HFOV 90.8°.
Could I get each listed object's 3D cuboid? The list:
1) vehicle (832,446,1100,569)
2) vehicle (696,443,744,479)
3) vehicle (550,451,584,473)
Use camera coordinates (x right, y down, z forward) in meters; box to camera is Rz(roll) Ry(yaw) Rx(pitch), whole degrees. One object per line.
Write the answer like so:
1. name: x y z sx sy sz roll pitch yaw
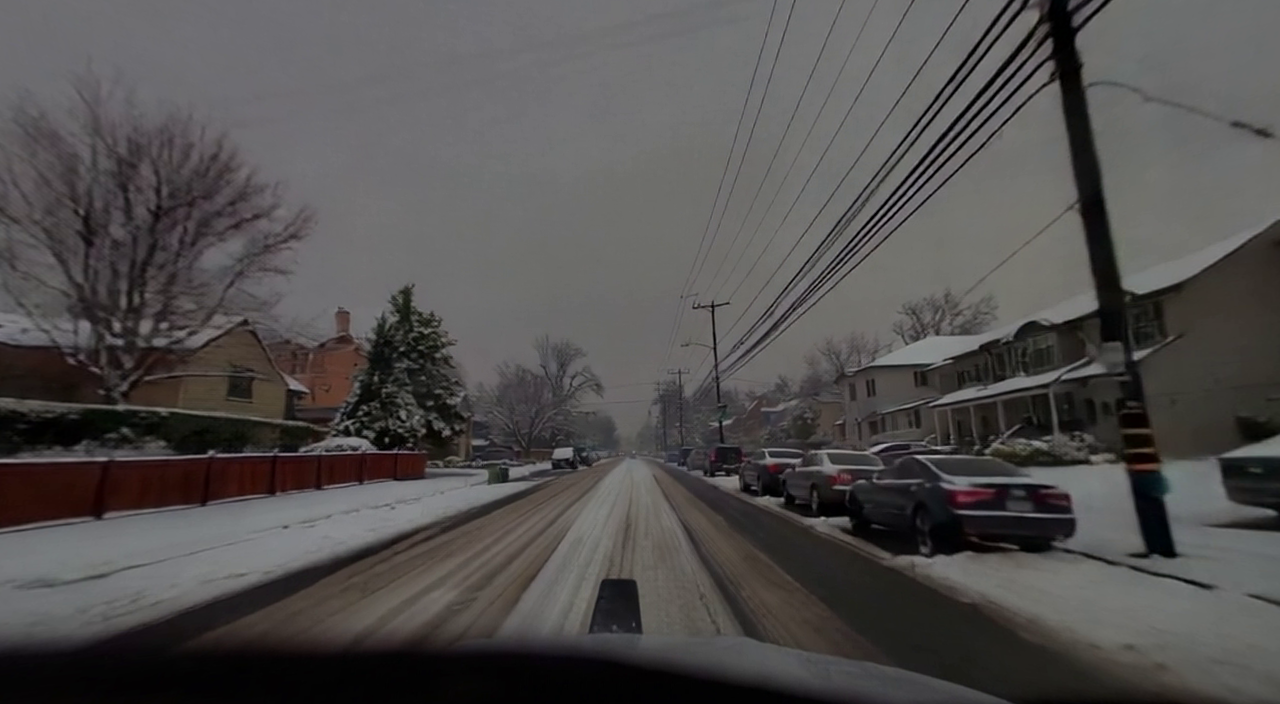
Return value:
1. vehicle: 4.670 2.240 10.024 1.859 1.469 4.550 0 -9 1
2. vehicle: 4.502 6.212 36.239 2.086 1.885 4.323 0 -9 -1
3. vehicle: -5.465 8.241 47.404 2.031 1.468 4.165 -2 -9 0
